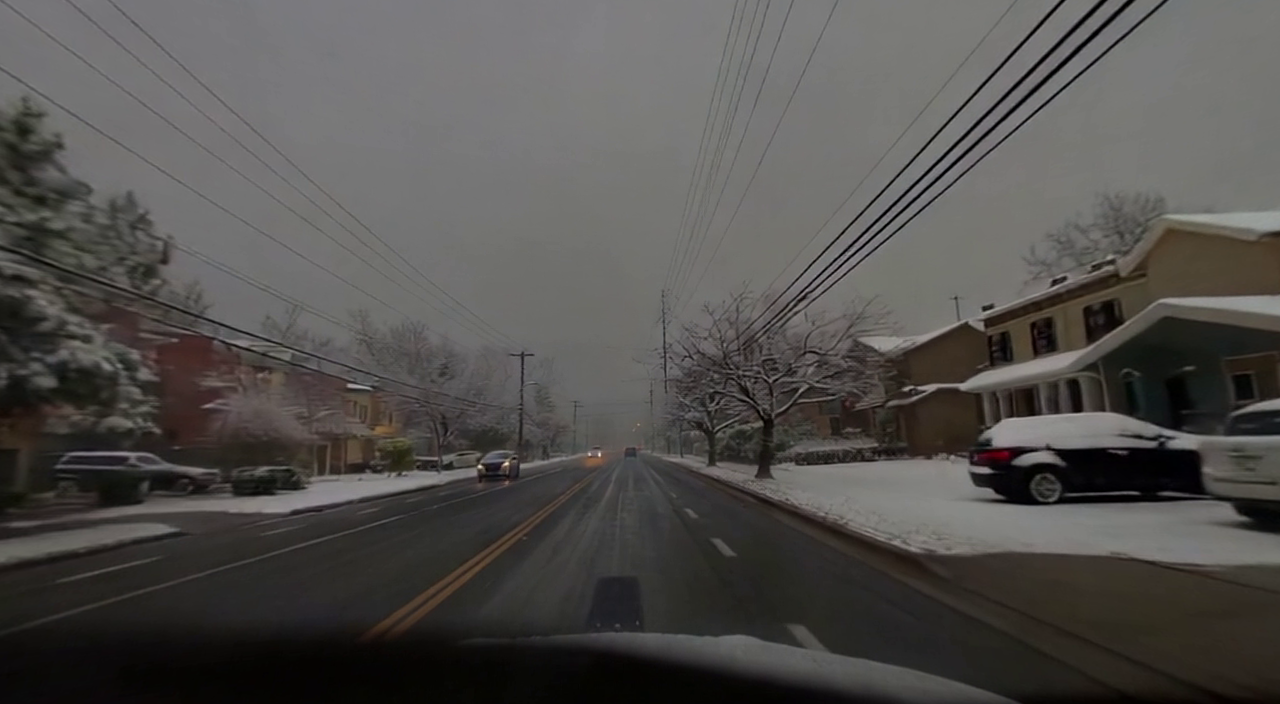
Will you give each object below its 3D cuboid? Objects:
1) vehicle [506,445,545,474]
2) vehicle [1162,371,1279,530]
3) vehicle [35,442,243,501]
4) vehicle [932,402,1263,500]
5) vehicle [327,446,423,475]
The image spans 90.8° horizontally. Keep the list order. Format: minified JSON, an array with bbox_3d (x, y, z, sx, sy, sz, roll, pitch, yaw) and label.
[{"bbox_3d":[-8.136,7.669,45.361,1.987,1.710,4.321,-4,-7,-1],"label":"vehicle"},{"bbox_3d":[9.502,1.257,8.063,3.994,1.854,1.872,1,-9,-3],"label":"vehicle"},{"bbox_3d":[-15.126,3.612,19.295,4.501,1.689,2.106,0,-9,0],"label":"vehicle"},{"bbox_3d":[9.248,2.050,13.204,5.212,1.853,2.062,0,-9,1],"label":"vehicle"},{"bbox_3d":[-15.299,6.282,36.582,4.651,1.615,1.961,0,-9,1],"label":"vehicle"}]
